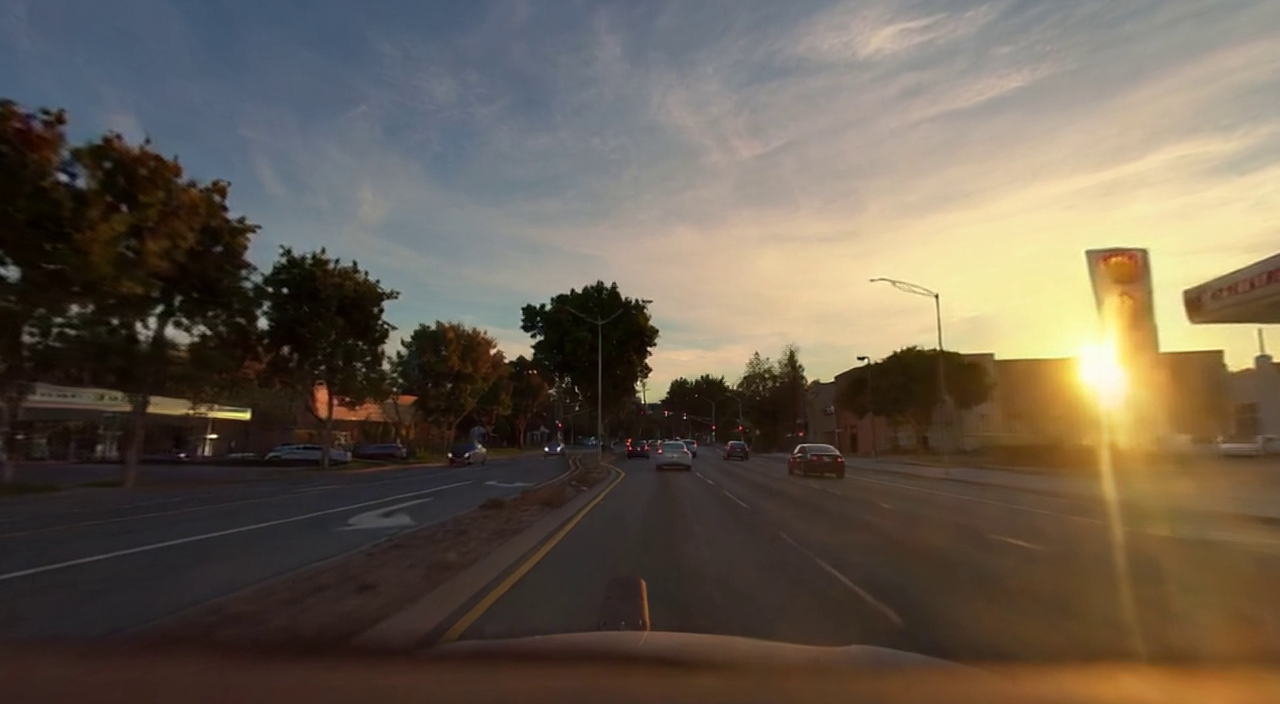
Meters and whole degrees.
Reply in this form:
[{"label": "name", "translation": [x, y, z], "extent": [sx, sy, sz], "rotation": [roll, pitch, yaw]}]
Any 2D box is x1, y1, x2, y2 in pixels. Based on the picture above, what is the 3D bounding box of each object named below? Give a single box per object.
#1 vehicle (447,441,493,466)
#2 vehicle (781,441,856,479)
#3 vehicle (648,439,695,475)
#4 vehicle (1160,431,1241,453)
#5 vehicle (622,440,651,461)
[{"label": "vehicle", "translation": [-13.246, 7.910, 49.189], "extent": [2.022, 1.787, 5.262], "rotation": [-1, -8, 1]}, {"label": "vehicle", "translation": [7.484, 4.548, 26.771], "extent": [1.918, 1.484, 4.456], "rotation": [0, -8, 0]}, {"label": "vehicle", "translation": [1.388, 4.830, 29.108], "extent": [1.971, 1.479, 4.493], "rotation": [0, -8, 1]}, {"label": "vehicle", "translation": [39.378, 6.347, 44.267], "extent": [1.719, 1.450, 4.559], "rotation": [0, -8, 4]}, {"label": "vehicle", "translation": [-0.327, 7.630, 48.680], "extent": [2.074, 1.575, 4.326], "rotation": [0, -8, -3]}]
